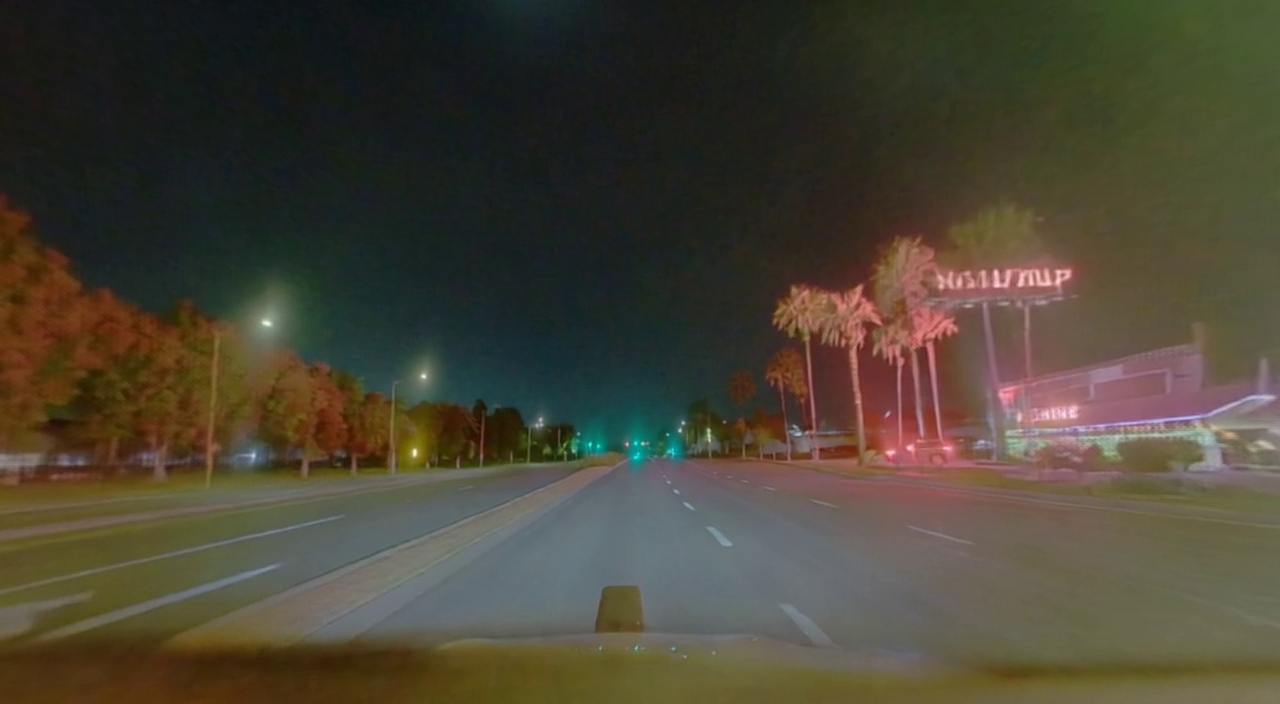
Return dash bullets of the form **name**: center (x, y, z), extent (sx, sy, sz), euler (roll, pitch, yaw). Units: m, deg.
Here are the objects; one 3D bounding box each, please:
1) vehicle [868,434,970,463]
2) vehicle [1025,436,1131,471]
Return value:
- **vehicle**: center (21.480, 7.449, 48.822), extent (6.489, 2.179, 2.882), euler (0, -8, -2)
- **vehicle**: center (20.467, 4.754, 29.650), extent (3.576, 1.443, 1.822), euler (-2, -8, -2)
